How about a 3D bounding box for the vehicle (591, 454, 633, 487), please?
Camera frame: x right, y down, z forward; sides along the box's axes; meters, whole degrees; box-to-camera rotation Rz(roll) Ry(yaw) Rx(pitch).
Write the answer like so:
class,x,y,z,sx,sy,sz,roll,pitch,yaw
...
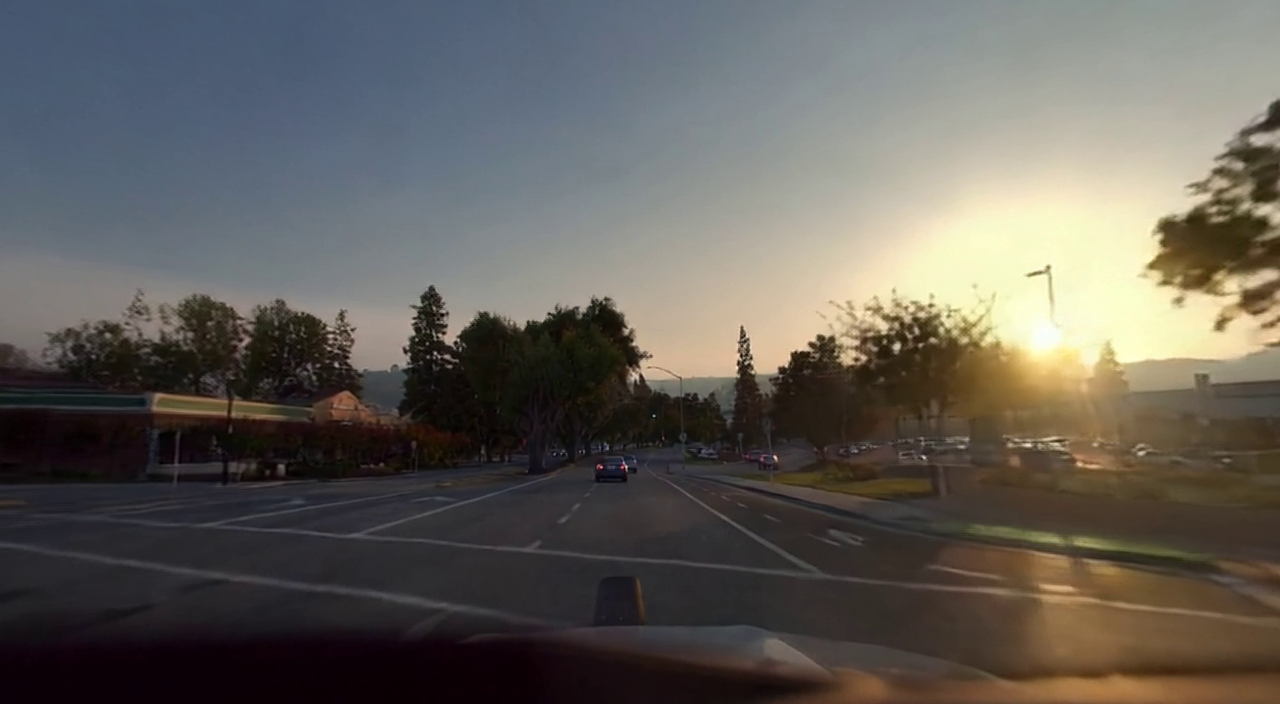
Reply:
class,x,y,z,sx,sy,sz,roll,pitch,yaw
vehicle,-1.372,5.665,30.583,1.917,1.418,3.987,0,-8,-3
